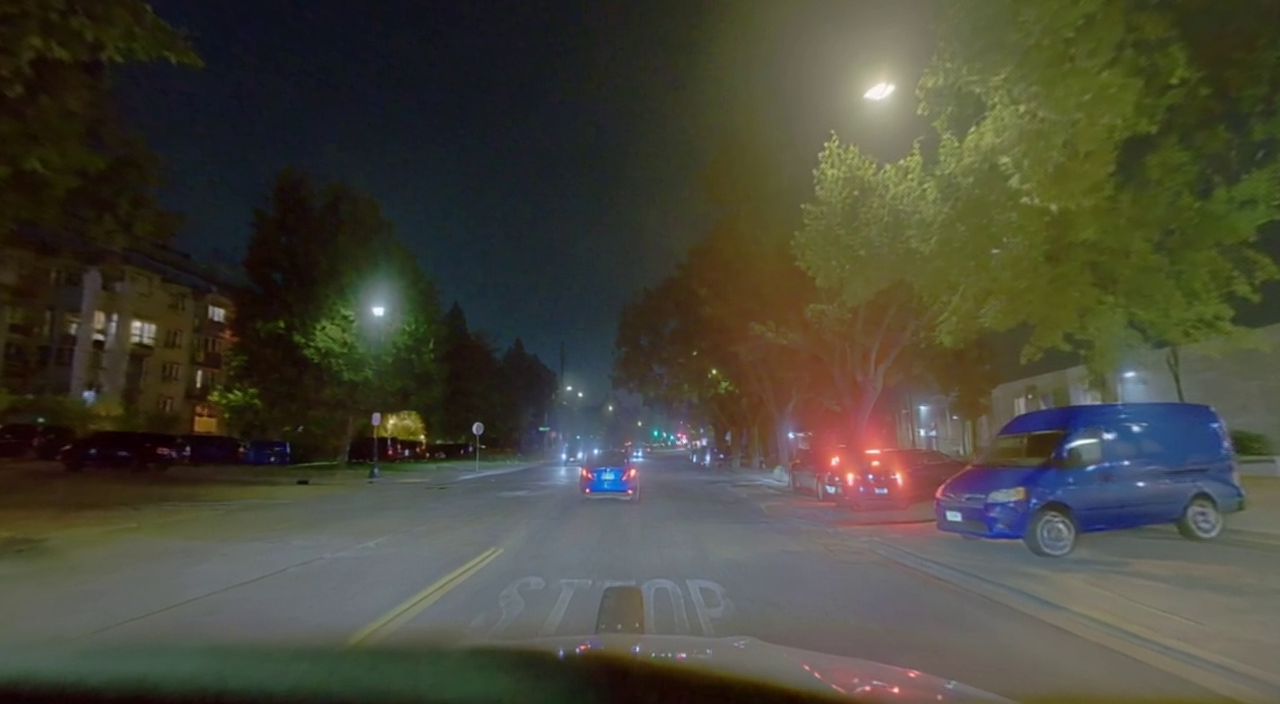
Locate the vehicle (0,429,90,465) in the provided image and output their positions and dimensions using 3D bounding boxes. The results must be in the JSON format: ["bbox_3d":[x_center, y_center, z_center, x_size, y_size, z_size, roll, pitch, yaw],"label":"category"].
[{"bbox_3d":[-31.766,4.924,32.740,4.438,1.814,2.044,0,-9,-1],"label":"vehicle"}]

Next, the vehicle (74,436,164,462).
[{"bbox_3d":[-31.780,5.929,38.596,3.915,1.574,1.850,-1,-9,4],"label":"vehicle"}]

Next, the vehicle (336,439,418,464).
[{"bbox_3d":[-18.337,6.951,44.249,4.892,1.679,1.927,1,-9,-6],"label":"vehicle"}]

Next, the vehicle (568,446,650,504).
[{"bbox_3d":[-0.974,3.457,18.290,2.065,1.450,4.522,1,-9,-5],"label":"vehicle"}]

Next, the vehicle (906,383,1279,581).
[{"bbox_3d":[6.697,1.736,9.086,5.385,2.146,2.143,4,-10,-25],"label":"vehicle"}]
